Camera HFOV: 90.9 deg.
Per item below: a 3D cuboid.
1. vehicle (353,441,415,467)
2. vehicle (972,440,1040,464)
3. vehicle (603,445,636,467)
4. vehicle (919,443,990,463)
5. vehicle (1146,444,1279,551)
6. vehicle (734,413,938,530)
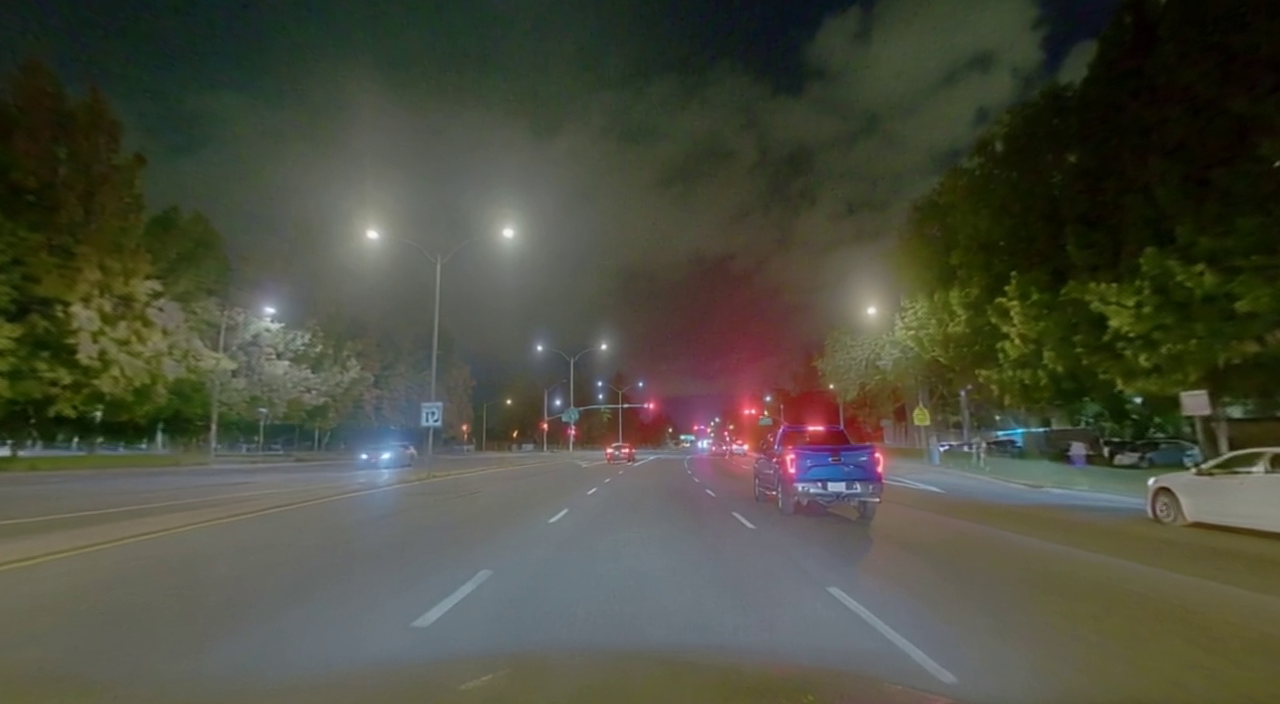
[{"bbox_3d":[-16.824,6.741,41.691,1.893,1.593,4.575,-1,-9,4],"label":"vehicle"},{"bbox_3d":[25.977,7.081,44.741,3.945,1.618,1.919,3,-9,-18],"label":"vehicle"},{"bbox_3d":[-1.474,7.654,46.636,1.958,1.542,4.175,-1,-9,5],"label":"vehicle"},{"bbox_3d":[24.768,7.923,49.638,4.711,1.460,2.149,2,-9,-16],"label":"vehicle"},{"bbox_3d":[10.113,2.098,9.065,1.963,1.513,4.600,0,-9,2],"label":"vehicle"},{"bbox_3d":[3.463,2.285,12.678,2.333,1.777,5.713,0,-9,1],"label":"vehicle"}]
